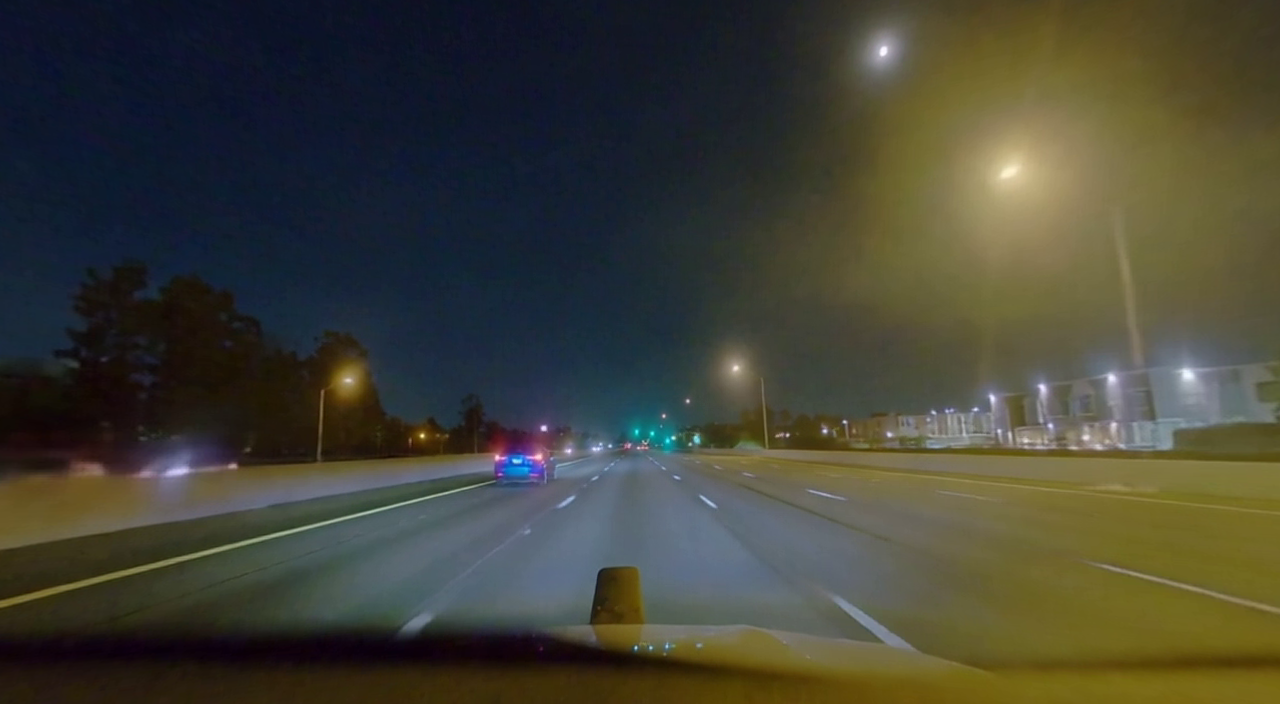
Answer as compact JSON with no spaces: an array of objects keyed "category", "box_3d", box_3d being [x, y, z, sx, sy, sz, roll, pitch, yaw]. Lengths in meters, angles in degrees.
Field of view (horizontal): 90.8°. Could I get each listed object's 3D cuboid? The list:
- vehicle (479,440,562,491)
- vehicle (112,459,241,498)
[{"category":"vehicle","box_3d":[-3.852,3.744,21.153,1.900,1.492,4.495,0,-9,0]},{"category":"vehicle","box_3d":[-20.382,5.559,28.114,2.086,1.479,4.780,0,-9,0]}]
